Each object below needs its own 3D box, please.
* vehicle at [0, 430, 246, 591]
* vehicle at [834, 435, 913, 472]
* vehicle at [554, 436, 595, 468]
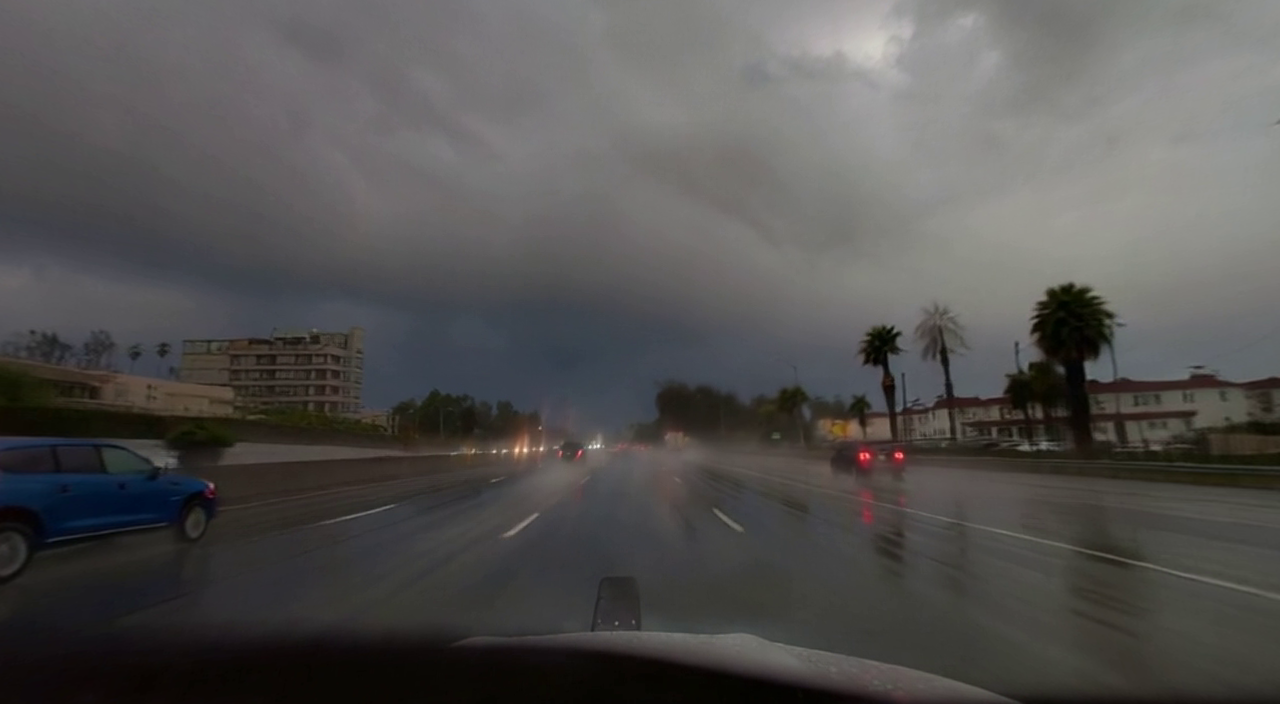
[{"bbox_3d":[-6.944,1.640,6.936,2.018,1.480,4.999,0,-9,0],"label":"vehicle"},{"bbox_3d":[11.971,5.251,32.750,2.168,1.792,4.457,0,-9,-3],"label":"vehicle"},{"bbox_3d":[-4.319,6.697,42.261,2.225,1.967,4.673,0,-9,0],"label":"vehicle"}]
